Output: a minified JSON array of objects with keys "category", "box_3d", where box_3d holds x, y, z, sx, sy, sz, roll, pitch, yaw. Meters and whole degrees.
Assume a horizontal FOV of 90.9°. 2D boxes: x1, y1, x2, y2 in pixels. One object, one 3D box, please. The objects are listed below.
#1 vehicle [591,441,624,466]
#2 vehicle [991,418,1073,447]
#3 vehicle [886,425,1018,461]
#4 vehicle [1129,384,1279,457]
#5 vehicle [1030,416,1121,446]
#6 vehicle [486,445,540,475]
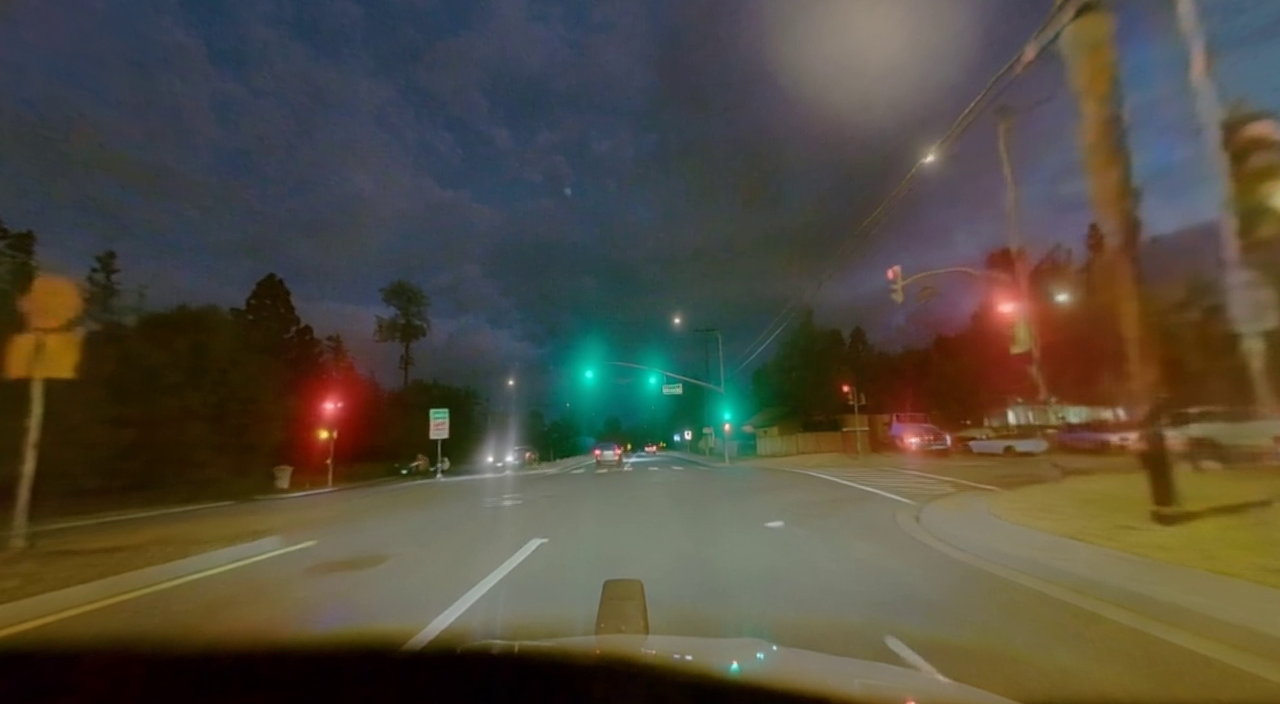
[{"category":"vehicle","box_3d":[-2.282,7.334,45.847,2.084,1.701,4.734,0,-8,1]},{"category":"vehicle","box_3d":[23.285,4.846,37.660,1.809,1.477,4.381,-3,-8,-5]},{"category":"vehicle","box_3d":[13.269,3.894,27.008,4.665,1.498,1.866,0,-9,-2]},{"category":"vehicle","box_3d":[18.774,2.108,18.972,6.313,2.043,2.272,0,-8,-3]},{"category":"vehicle","box_3d":[25.913,4.700,37.762,1.833,1.486,4.890,-3,-5,-2]},{"category":"vehicle","box_3d":[-7.366,6.306,37.048,2.122,1.602,4.369,0,-8,2]}]
